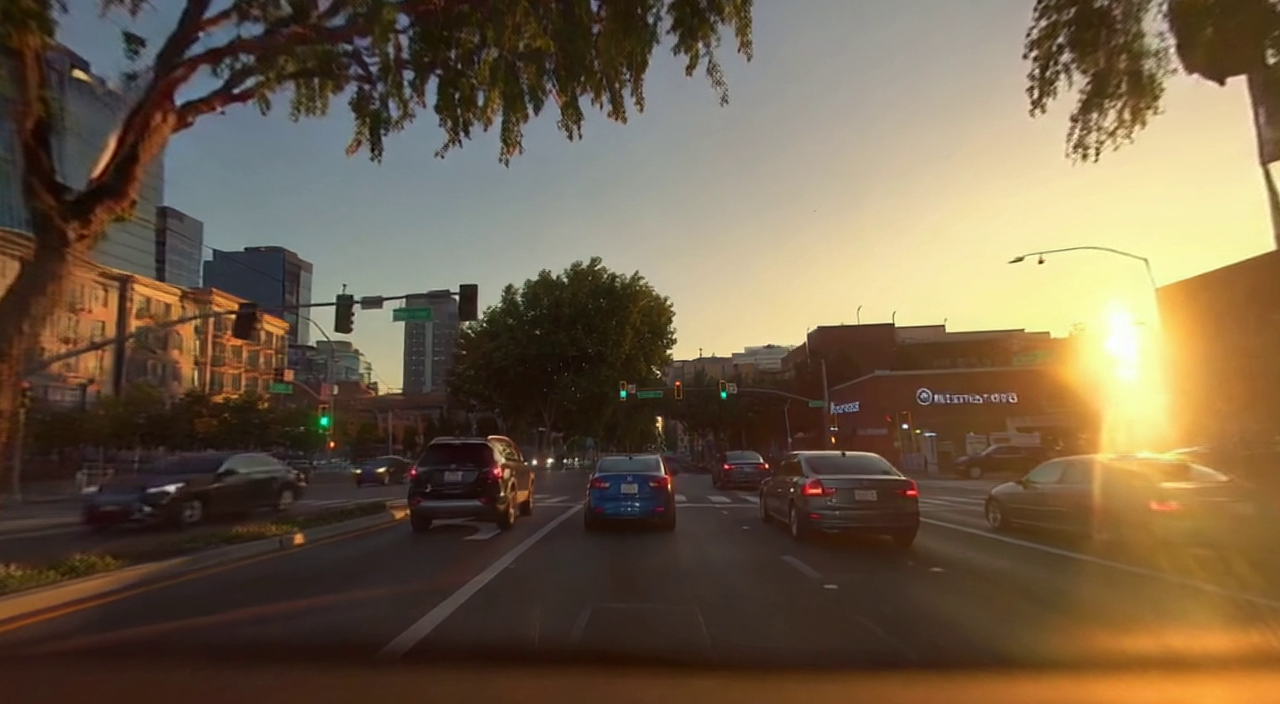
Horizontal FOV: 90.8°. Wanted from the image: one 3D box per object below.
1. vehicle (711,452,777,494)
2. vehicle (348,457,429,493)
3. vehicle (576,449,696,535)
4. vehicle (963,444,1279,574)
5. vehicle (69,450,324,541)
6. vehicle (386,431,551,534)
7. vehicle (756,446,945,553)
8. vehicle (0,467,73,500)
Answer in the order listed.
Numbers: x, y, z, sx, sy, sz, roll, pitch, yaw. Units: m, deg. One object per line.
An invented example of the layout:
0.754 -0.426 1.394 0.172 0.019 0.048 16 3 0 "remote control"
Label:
4.047 4.760 25.257 1.888 1.472 4.528 0 -9 1 "vehicle"
-11.768 5.757 29.921 1.912 1.477 4.398 0 -9 2 "vehicle"
-0.054 2.759 13.084 2.098 1.477 3.897 0 -9 1 "vehicle"
7.264 2.213 9.829 2.004 1.508 4.646 0 -9 0 "vehicle"
-8.592 2.767 12.892 1.976 1.499 4.355 0 -9 1 "vehicle"
-3.445 2.733 13.968 2.160 1.823 5.115 0 -9 1 "vehicle"
3.405 2.437 11.192 2.020 1.513 4.120 0 -9 2 "vehicle"
-34.665 7.271 35.024 4.238 1.671 1.898 2 -10 -13 "vehicle"
